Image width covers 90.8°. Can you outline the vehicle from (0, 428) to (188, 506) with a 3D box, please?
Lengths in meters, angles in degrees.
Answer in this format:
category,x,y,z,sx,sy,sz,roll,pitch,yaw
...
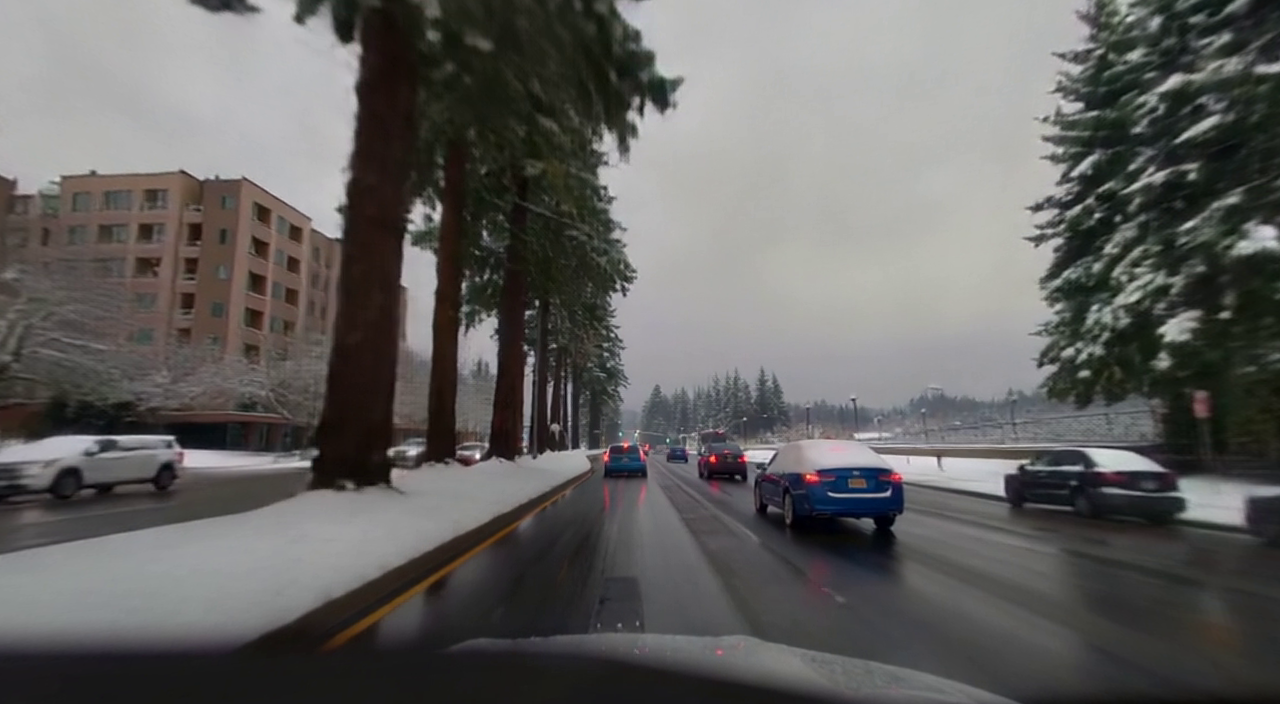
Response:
category,x,y,z,sx,sy,sz,roll,pitch,yaw
vehicle,-15.940,3.209,18.037,2.108,1.876,5.260,0,-9,0

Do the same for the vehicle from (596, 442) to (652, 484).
category,x,y,z,sx,sy,sz,roll,pitch,yaw
vehicle,-0.594,4.244,24.458,1.994,1.479,3.647,0,-9,0

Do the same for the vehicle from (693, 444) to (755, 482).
category,x,y,z,sx,sy,sz,roll,pitch,yaw
vehicle,3.377,4.532,26.108,1.908,1.453,4.230,0,-9,-1

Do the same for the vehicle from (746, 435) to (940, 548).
category,x,y,z,sx,sy,sz,roll,pitch,yaw
vehicle,3.062,2.176,10.482,1.852,1.498,3.825,0,-9,-1

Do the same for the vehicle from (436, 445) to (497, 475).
category,x,y,z,sx,sy,sz,roll,pitch,yaw
vehicle,-9.033,5.633,33.227,1.943,1.483,4.439,0,-9,0

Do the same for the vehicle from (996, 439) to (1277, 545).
category,x,y,z,sx,sy,sz,roll,pitch,yaw
vehicle,8.776,2.453,11.921,2.127,1.546,4.828,-2,-9,11
